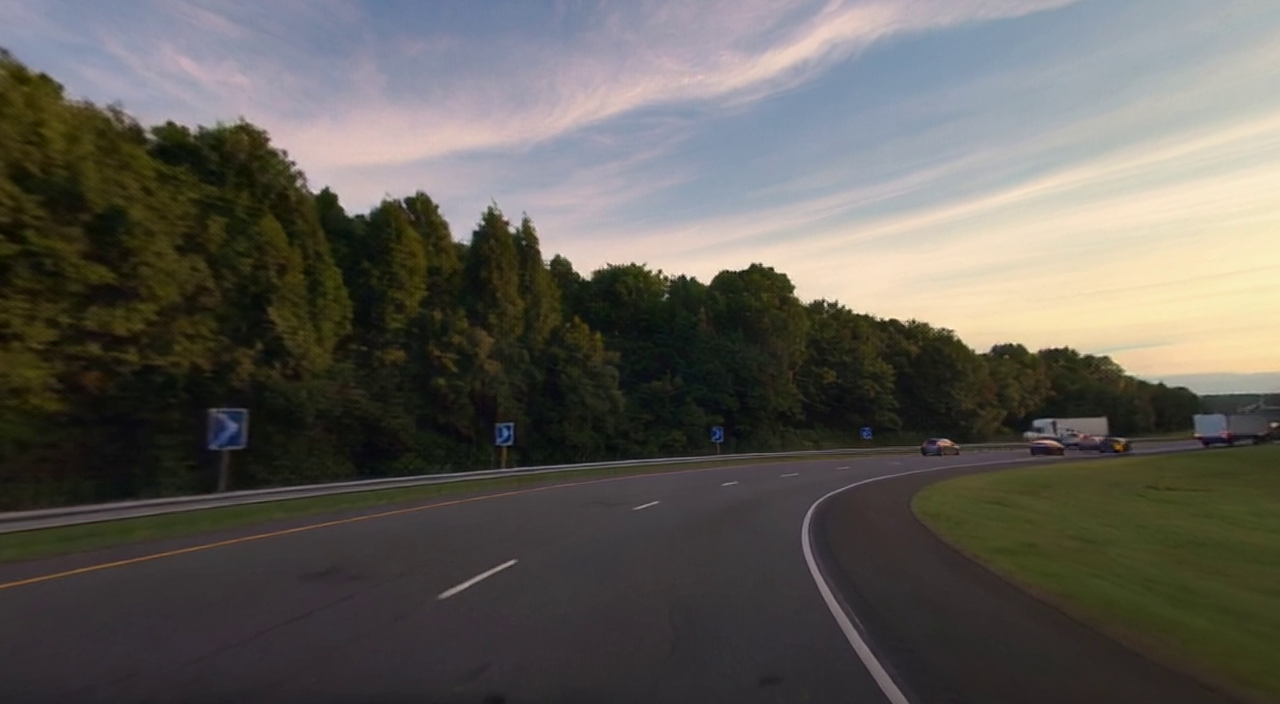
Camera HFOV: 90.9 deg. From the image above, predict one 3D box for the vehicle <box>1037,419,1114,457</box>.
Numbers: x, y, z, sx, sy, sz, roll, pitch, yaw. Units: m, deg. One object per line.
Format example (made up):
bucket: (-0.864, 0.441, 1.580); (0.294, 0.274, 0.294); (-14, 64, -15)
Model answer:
vehicle: (34.293, 6.831, 49.563); (5.981, 2.823, 2.498); (5, -10, -31)

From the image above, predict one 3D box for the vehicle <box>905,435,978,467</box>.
vehicle: (17.203, 5.632, 35.826); (4.325, 1.674, 2.221); (8, -12, -43)
